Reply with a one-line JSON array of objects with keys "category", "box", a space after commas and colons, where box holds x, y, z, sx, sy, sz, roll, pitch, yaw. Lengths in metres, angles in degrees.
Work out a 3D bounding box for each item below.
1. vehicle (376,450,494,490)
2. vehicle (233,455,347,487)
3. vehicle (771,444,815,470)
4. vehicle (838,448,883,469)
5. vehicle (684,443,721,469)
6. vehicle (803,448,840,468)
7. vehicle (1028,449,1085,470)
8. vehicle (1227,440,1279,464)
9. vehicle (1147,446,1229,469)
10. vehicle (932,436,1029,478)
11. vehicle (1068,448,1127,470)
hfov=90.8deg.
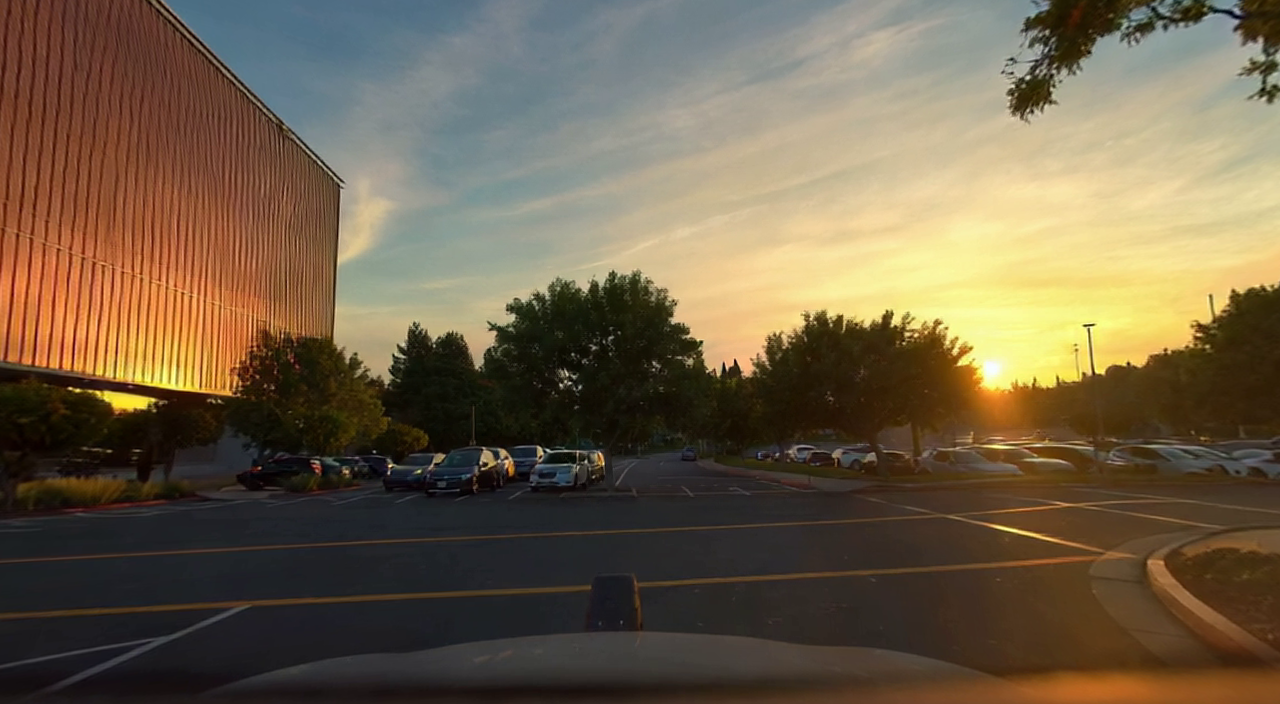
[{"category": "vehicle", "box": [-8.701, 4.967, 26.903, 4.442, 1.504, 1.809, 4, -10, -28]}, {"category": "vehicle", "box": [-16.750, 5.692, 30.358, 4.331, 1.437, 1.876, 0, -8, 3]}, {"category": "vehicle", "box": [10.519, 7.208, 43.713, 1.936, 1.673, 4.305, 0, -8, 0]}, {"category": "vehicle", "box": [17.050, 8.226, 49.063, 1.971, 1.478, 4.477, 0, -8, 1]}, {"category": "vehicle", "box": [4.589, 7.743, 47.277, 2.262, 1.794, 5.331, 0, -8, 1]}, {"category": "vehicle", "box": [14.213, 8.303, 49.644, 1.935, 1.477, 3.719, 0, -9, 3]}, {"category": "vehicle", "box": [28.301, 7.291, 43.008, 1.495, 1.371, 3.336, -1, -9, -1]}, {"category": "vehicle", "box": [43.059, 6.809, 43.084, 1.758, 1.572, 4.421, 0, -8, 1]}, {"category": "vehicle", "box": [37.017, 7.119, 42.788, 1.678, 1.423, 4.191, 0, -8, -2]}, {"category": "vehicle", "box": [16.475, 5.094, 30.927, 2.048, 1.852, 4.998, 0, -9, 1]}, {"category": "vehicle", "box": [31.297, 7.313, 43.274, 1.519, 1.371, 3.278, 0, -8, -1]}]
